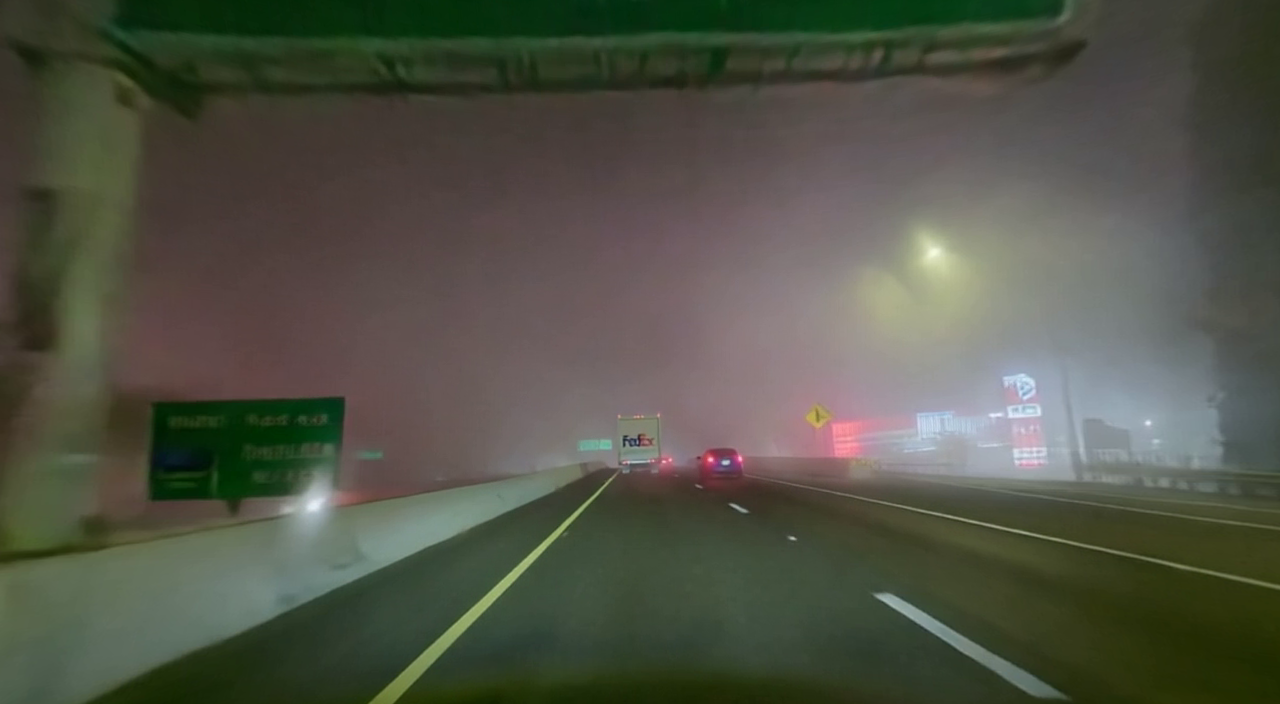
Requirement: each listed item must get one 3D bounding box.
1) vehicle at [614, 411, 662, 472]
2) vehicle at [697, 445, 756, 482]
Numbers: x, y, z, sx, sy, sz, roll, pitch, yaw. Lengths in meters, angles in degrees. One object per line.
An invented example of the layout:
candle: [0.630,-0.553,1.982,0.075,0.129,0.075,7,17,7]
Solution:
vehicle: [-0.200,6.971,48.910,3.243,4.134,11.656,0,-9,-1]
vehicle: [3.834,5.008,28.583,1.966,1.558,4.238,0,-9,-1]
